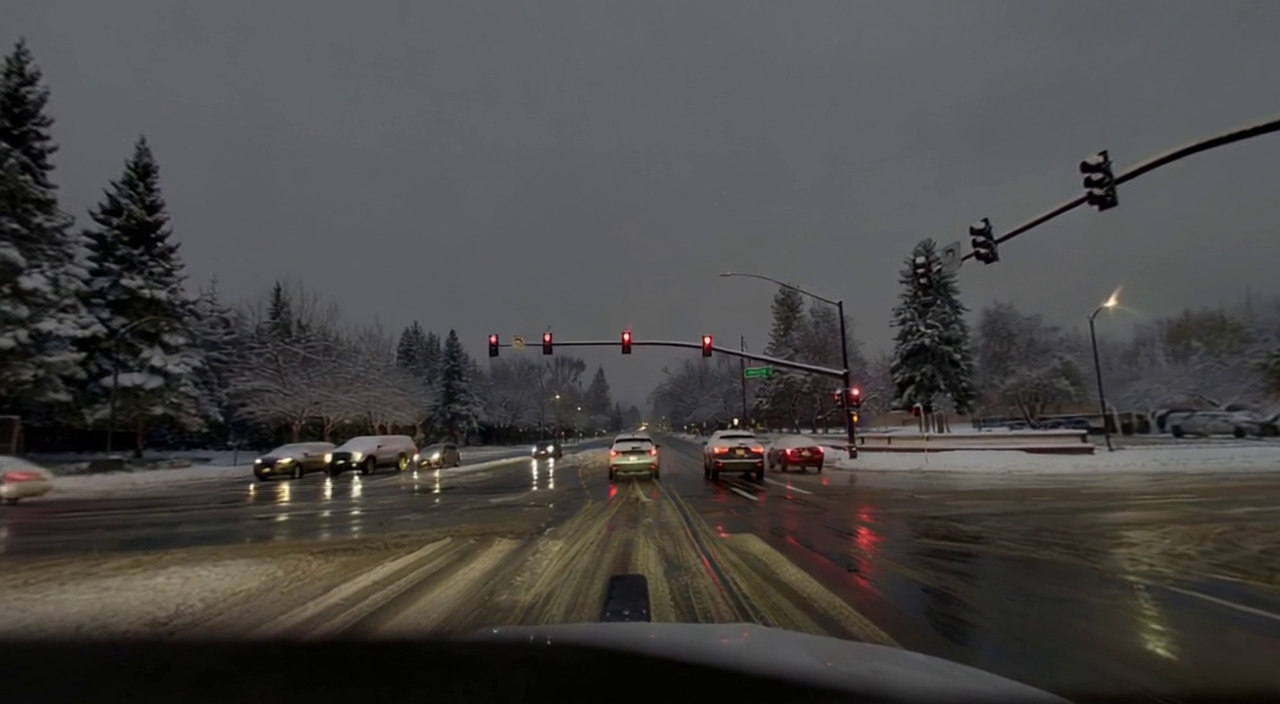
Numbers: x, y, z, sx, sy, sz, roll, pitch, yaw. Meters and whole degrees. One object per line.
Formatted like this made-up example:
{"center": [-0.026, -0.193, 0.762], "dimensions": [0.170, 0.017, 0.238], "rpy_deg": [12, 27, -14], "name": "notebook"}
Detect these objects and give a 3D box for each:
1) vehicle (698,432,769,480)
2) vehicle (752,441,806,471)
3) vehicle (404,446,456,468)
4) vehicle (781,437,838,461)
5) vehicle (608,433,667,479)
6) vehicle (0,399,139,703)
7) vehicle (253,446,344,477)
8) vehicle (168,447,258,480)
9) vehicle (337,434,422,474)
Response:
{"center": [3.581, 4.068, 24.889], "dimensions": [2.097, 1.707, 4.461], "rpy_deg": [0, -8, 0], "name": "vehicle"}
{"center": [7.144, 5.362, 32.802], "dimensions": [1.847, 1.432, 4.039], "rpy_deg": [0, -8, 0], "name": "vehicle"}
{"center": [-14.094, 7.050, 42.502], "dimensions": [1.926, 1.325, 4.162], "rpy_deg": [0, -8, 2], "name": "vehicle"}
{"center": [13.330, 7.695, 49.926], "dimensions": [2.171, 1.786, 4.943], "rpy_deg": [2, -9, -14], "name": "vehicle"}
{"center": [-0.092, 4.257, 26.026], "dimensions": [2.215, 1.749, 3.976], "rpy_deg": [0, -8, 0], "name": "vehicle"}
{"center": [-3.609, 0.723, 1.037], "dimensions": [1.941, 1.492, 4.399], "rpy_deg": [0, -8, 0], "name": "vehicle"}
{"center": [-17.566, 5.633, 32.680], "dimensions": [2.086, 1.458, 4.457], "rpy_deg": [0, -8, 2], "name": "vehicle"}
{"center": [-20.798, 5.410, 30.863], "dimensions": [1.800, 1.511, 3.631], "rpy_deg": [0, -8, 1], "name": "vehicle"}
{"center": [-14.012, 5.518, 34.282], "dimensions": [2.196, 1.961, 5.359], "rpy_deg": [0, -8, 2], "name": "vehicle"}
